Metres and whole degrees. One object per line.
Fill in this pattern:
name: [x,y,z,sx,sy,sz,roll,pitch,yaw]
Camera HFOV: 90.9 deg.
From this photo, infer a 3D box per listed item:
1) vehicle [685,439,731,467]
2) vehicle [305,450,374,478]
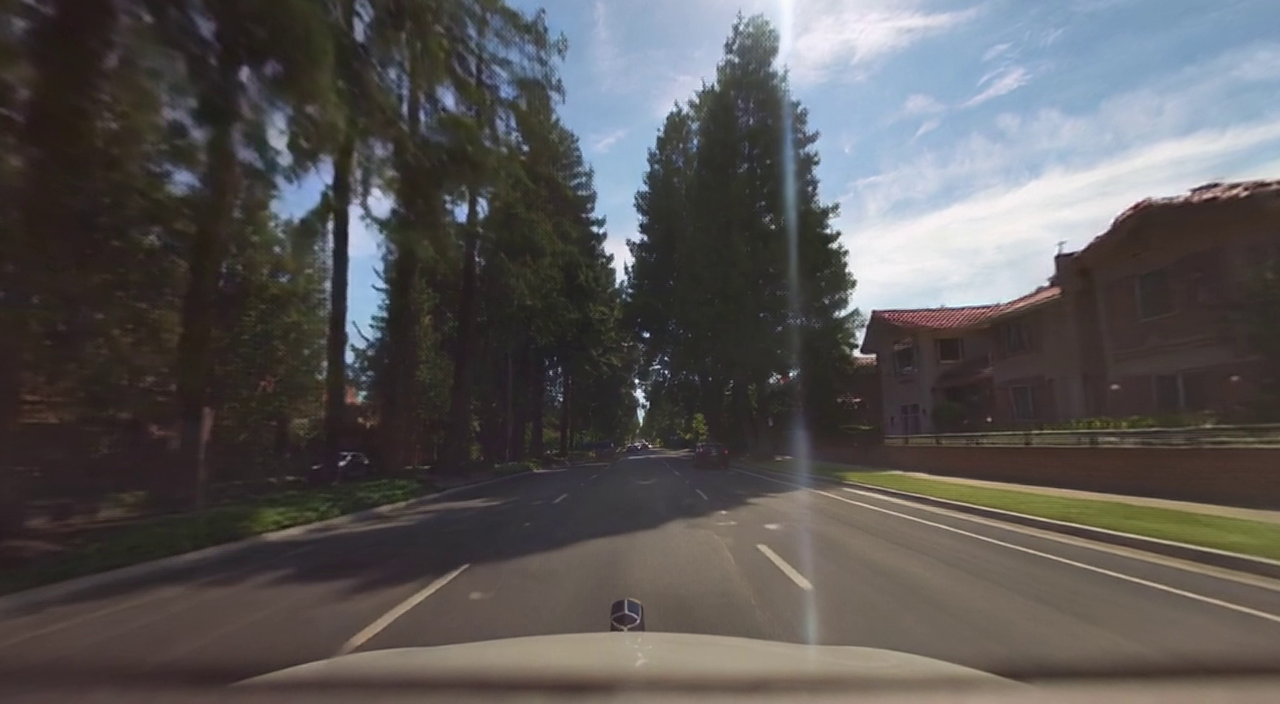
vehicle: [4.075,6.139,38.503,2.237,1.578,4.621,0,-8,-1]
vehicle: [-21.065,7.853,44.398,2.238,1.778,5.115,0,-8,1]
